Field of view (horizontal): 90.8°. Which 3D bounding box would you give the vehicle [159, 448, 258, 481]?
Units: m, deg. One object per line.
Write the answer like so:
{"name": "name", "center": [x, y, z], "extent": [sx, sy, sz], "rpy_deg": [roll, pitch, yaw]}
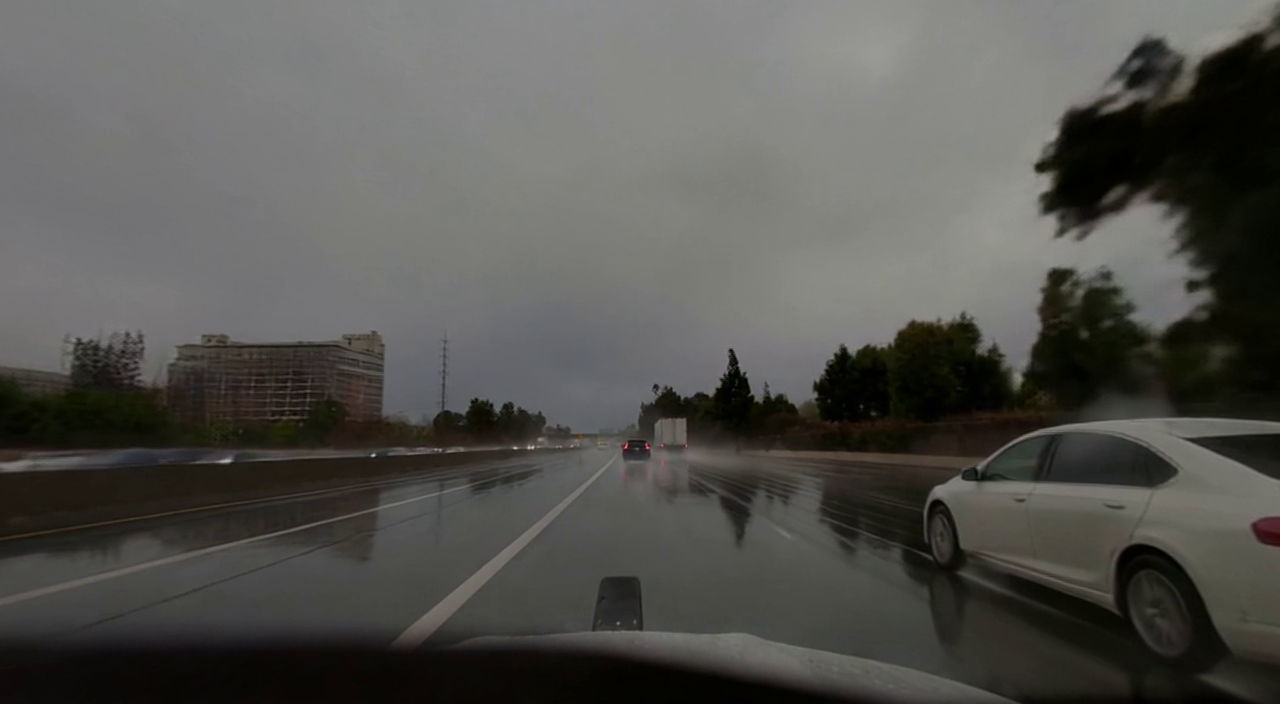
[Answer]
{"name": "vehicle", "center": [-21.690, 5.659, 32.000], "extent": [1.855, 1.501, 4.508], "rpy_deg": [0, -8, -1]}

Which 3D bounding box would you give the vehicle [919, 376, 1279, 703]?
{"name": "vehicle", "center": [3.793, 1.103, 4.084], "extent": [1.950, 1.596, 4.326], "rpy_deg": [0, -8, 0]}

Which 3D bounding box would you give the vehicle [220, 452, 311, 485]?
{"name": "vehicle", "center": [-18.000, 5.572, 30.623], "extent": [1.807, 1.421, 4.310], "rpy_deg": [0, -8, 0]}

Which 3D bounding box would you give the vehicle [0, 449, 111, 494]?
{"name": "vehicle", "center": [-24.797, 4.822, 25.931], "extent": [1.970, 1.642, 4.831], "rpy_deg": [0, -8, 0]}

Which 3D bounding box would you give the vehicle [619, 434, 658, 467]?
{"name": "vehicle", "center": [-0.121, 6.134, 39.295], "extent": [2.297, 1.912, 4.355], "rpy_deg": [0, -8, -1]}

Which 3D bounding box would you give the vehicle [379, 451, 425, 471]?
{"name": "vehicle", "center": [-18.252, 8.349, 48.600], "extent": [1.845, 1.436, 4.446], "rpy_deg": [0, -8, -1]}
